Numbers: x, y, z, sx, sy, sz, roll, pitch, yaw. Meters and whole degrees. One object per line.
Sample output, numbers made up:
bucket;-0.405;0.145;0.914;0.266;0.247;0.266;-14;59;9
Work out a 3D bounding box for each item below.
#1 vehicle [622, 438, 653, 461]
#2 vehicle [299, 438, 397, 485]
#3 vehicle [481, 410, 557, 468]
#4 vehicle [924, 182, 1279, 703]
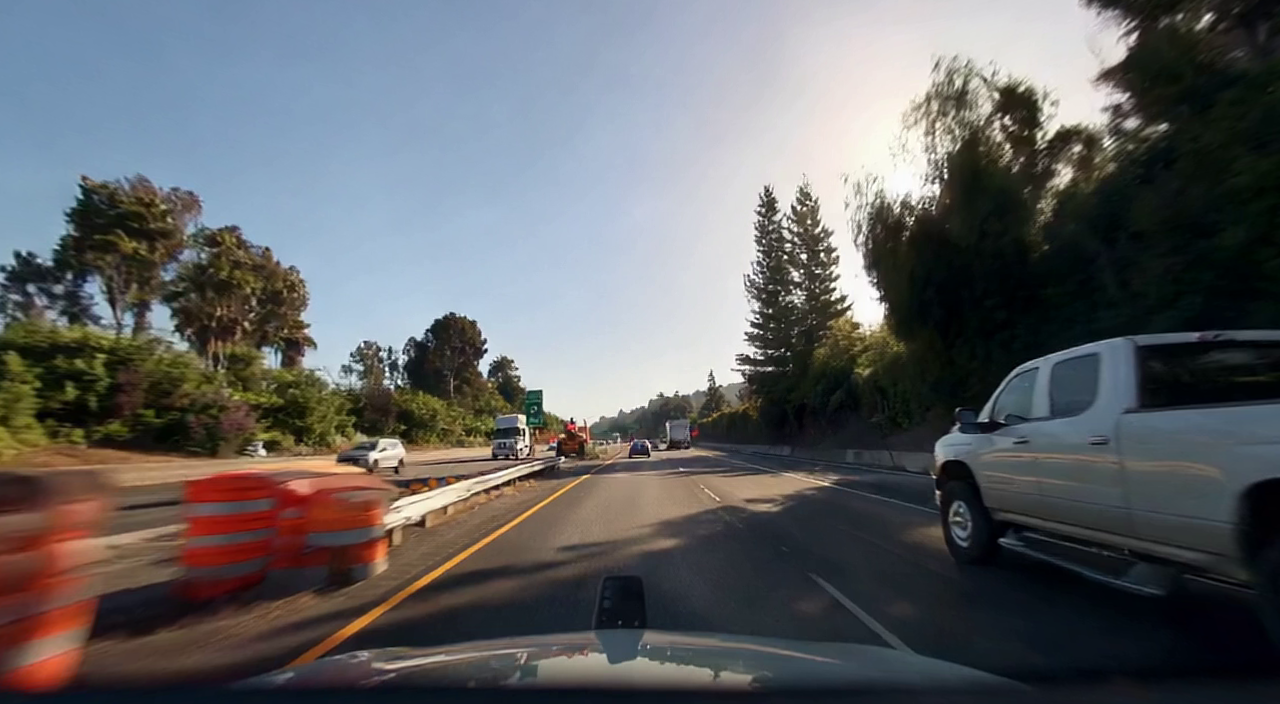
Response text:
vehicle;-0.188;6.465;41.810;2.004;1.472;4.075;0;-8;-1
vehicle;-12.943;4.837;28.244;2.048;1.875;4.950;0;-8;0
vehicle;-8.167;6.090;43.934;3.088;3.551;10.063;-1;-8;1
vehicle;4.155;0.500;3.240;2.724;2.337;5.508;0;-8;0
